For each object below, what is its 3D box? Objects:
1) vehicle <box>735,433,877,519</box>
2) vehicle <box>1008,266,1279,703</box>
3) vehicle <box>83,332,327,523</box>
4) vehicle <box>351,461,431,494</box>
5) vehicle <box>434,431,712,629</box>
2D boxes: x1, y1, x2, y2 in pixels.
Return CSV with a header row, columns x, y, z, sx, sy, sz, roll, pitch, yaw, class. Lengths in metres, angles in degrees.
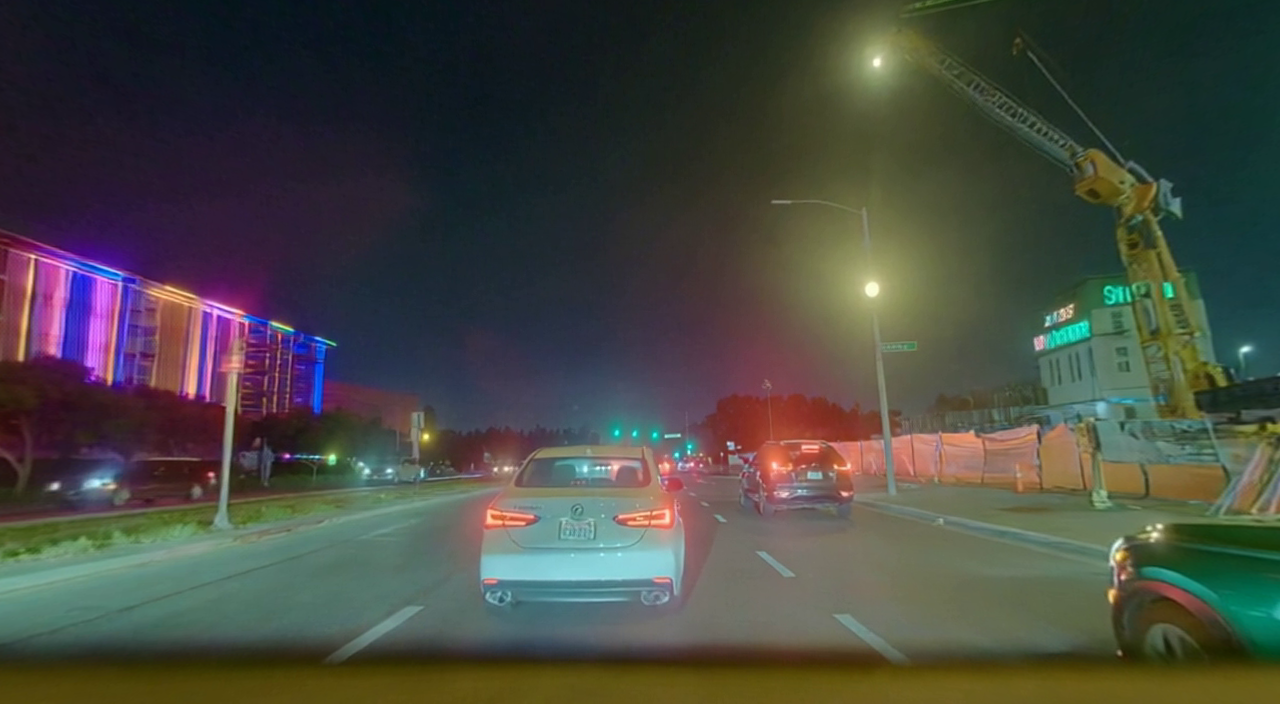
x,y,z,sx,sy,sz,roll,pitch,yaw,class
3.890,3.002,15.887,2.185,1.797,4.934,0,-8,-1,vehicle
3.363,0.520,1.213,2.182,1.954,5.341,0,-8,2,vehicle
-9.104,1.657,13.725,2.592,3.548,3.414,-2,-9,4,vehicle
-12.780,6.455,32.805,1.986,1.476,4.753,-1,-8,3,vehicle
-0.467,1.682,7.013,2.131,1.496,4.193,0,-8,1,vehicle
